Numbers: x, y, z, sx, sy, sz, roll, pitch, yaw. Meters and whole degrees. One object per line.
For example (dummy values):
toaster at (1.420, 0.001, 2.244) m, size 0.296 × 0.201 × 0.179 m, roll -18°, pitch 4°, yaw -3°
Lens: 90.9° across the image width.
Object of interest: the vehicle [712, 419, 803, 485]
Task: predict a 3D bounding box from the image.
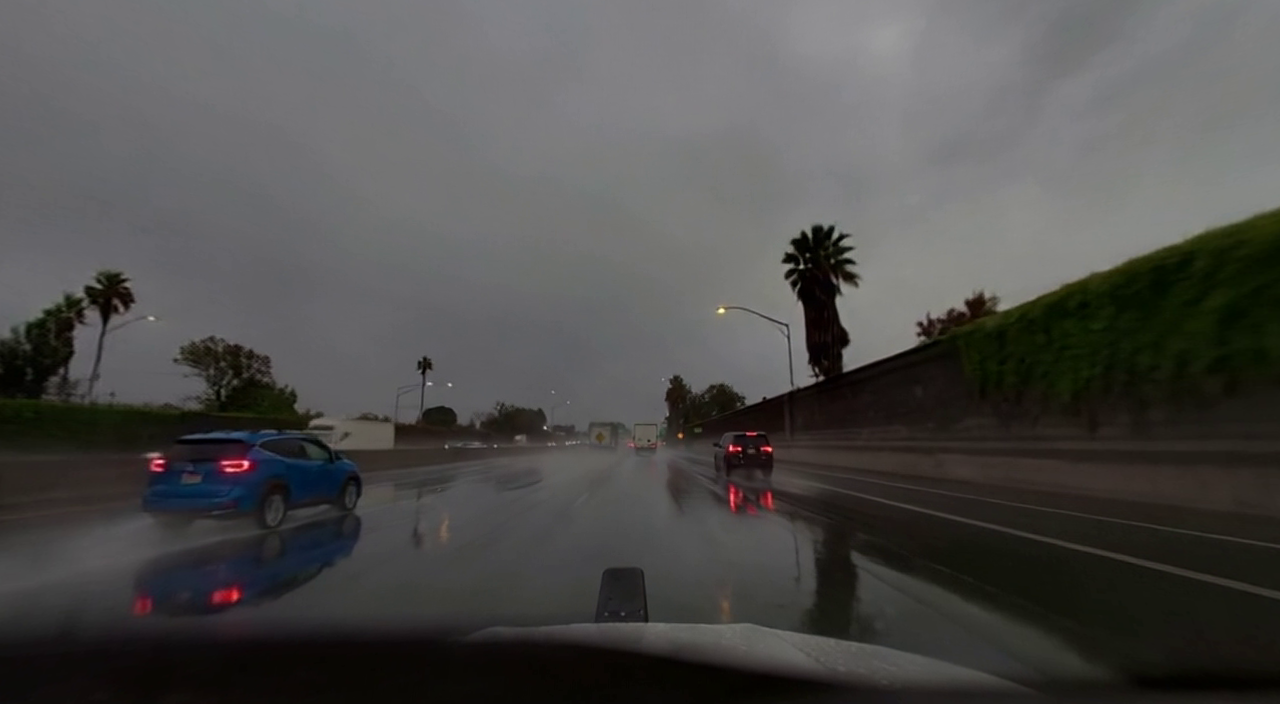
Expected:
vehicle at (4.226, 3.722, 23.753) m, size 2.408 × 2.210 × 4.999 m, roll 0°, pitch -8°, yaw 0°

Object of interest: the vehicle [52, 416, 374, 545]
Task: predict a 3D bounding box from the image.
vehicle at (-6.992, 2.144, 11.274) m, size 2.289 × 1.774 × 4.871 m, roll 0°, pitch -8°, yaw 0°
